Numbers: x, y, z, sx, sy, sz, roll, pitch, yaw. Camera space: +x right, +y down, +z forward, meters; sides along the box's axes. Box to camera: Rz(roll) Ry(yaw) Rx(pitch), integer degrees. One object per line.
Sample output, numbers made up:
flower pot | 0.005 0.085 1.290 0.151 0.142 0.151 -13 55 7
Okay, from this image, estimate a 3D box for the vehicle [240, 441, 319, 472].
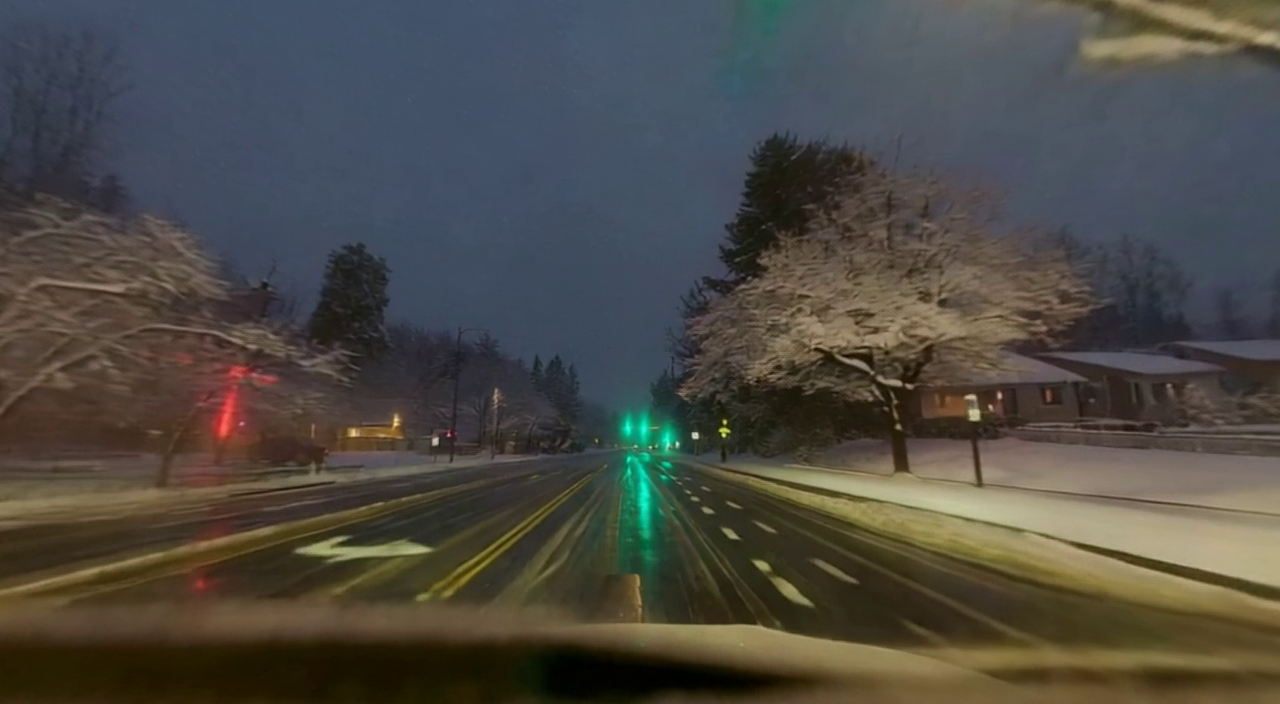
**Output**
vehicle | -23.490 6.826 41.508 2.192 1.901 5.889 1 -9 -6
